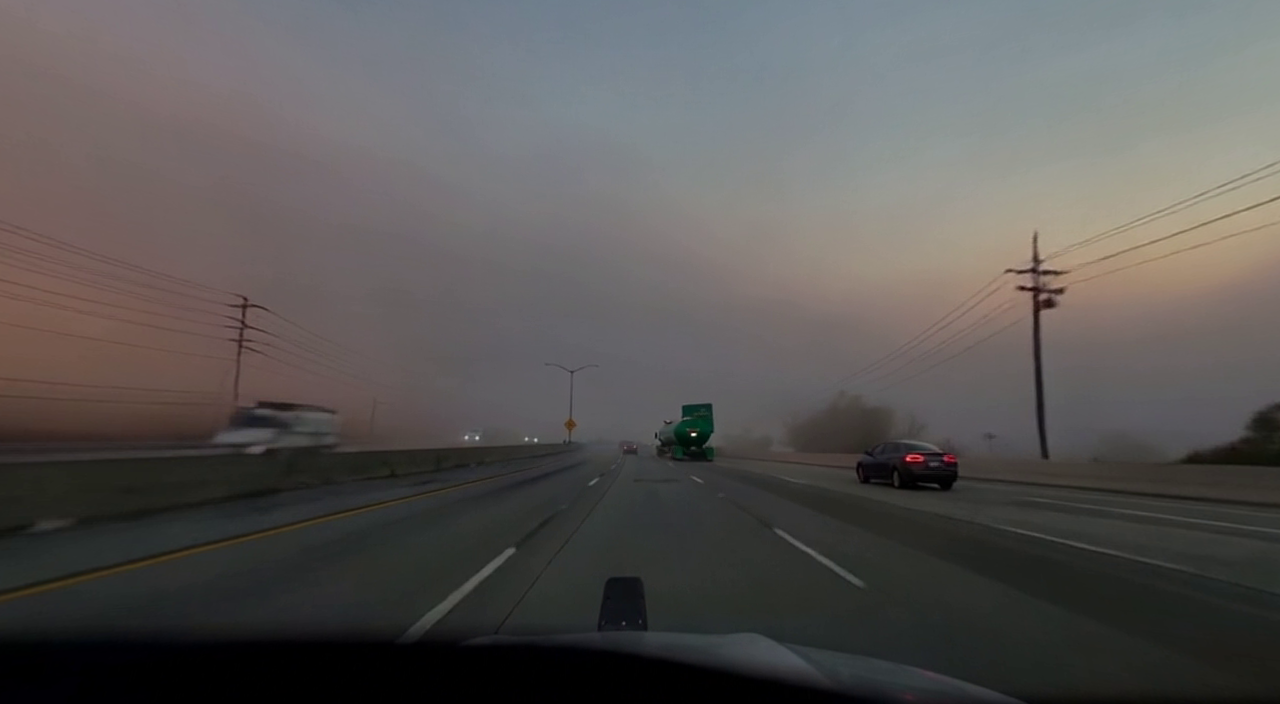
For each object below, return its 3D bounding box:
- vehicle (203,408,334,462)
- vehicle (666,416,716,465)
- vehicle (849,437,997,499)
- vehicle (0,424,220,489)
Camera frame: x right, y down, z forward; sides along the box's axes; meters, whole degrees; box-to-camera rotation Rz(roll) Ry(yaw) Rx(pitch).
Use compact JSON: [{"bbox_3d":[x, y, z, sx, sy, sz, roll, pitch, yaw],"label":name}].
[{"bbox_3d":[-17.571,4.027,30.357,2.710,2.301,6.010,0,-8,-1],"label":"vehicle"},{"bbox_3d":[3.526,6.388,45.360,2.791,3.179,8.074,0,-8,-1],"label":"vehicle"},{"bbox_3d":[7.544,3.113,17.447,1.905,1.480,4.624,0,-8,-1],"label":"vehicle"},{"bbox_3d":[-13.815,2.738,16.832,2.199,1.484,4.300,0,-8,0],"label":"vehicle"}]
